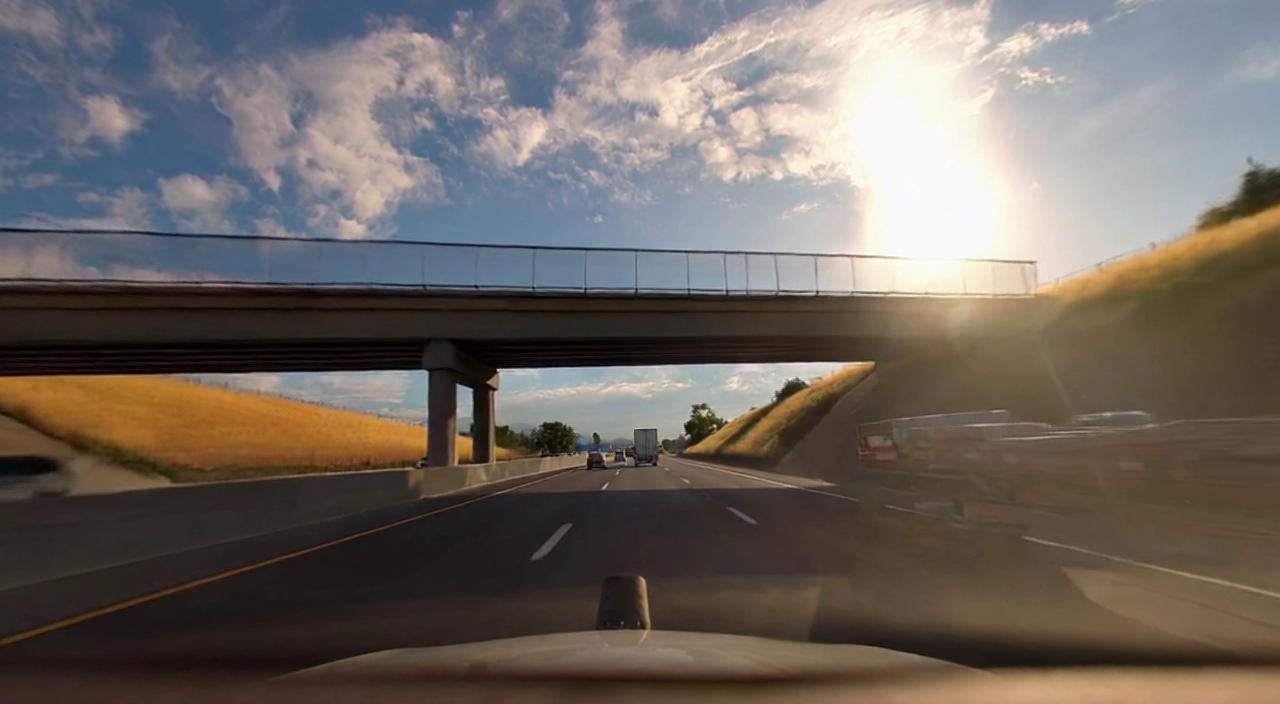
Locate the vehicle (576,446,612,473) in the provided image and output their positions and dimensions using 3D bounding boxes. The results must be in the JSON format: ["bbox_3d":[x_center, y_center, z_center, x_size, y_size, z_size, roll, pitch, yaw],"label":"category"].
[{"bbox_3d":[-2.920,6.948,40.879,2.007,1.647,3.854,0,-9,0],"label":"vehicle"}]

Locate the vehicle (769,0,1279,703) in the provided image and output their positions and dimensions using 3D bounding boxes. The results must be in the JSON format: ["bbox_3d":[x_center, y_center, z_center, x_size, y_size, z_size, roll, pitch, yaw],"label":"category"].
[{"bbox_3d":[4.031,-0.131,3.574,3.131,4.037,16.729,0,-9,0],"label":"vehicle"}]

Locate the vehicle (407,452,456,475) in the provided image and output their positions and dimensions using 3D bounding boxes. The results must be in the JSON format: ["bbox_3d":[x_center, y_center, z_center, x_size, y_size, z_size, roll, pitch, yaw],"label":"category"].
[{"bbox_3d":[-15.185,8.134,46.259,1.889,1.591,4.713,0,-9,1],"label":"vehicle"}]
